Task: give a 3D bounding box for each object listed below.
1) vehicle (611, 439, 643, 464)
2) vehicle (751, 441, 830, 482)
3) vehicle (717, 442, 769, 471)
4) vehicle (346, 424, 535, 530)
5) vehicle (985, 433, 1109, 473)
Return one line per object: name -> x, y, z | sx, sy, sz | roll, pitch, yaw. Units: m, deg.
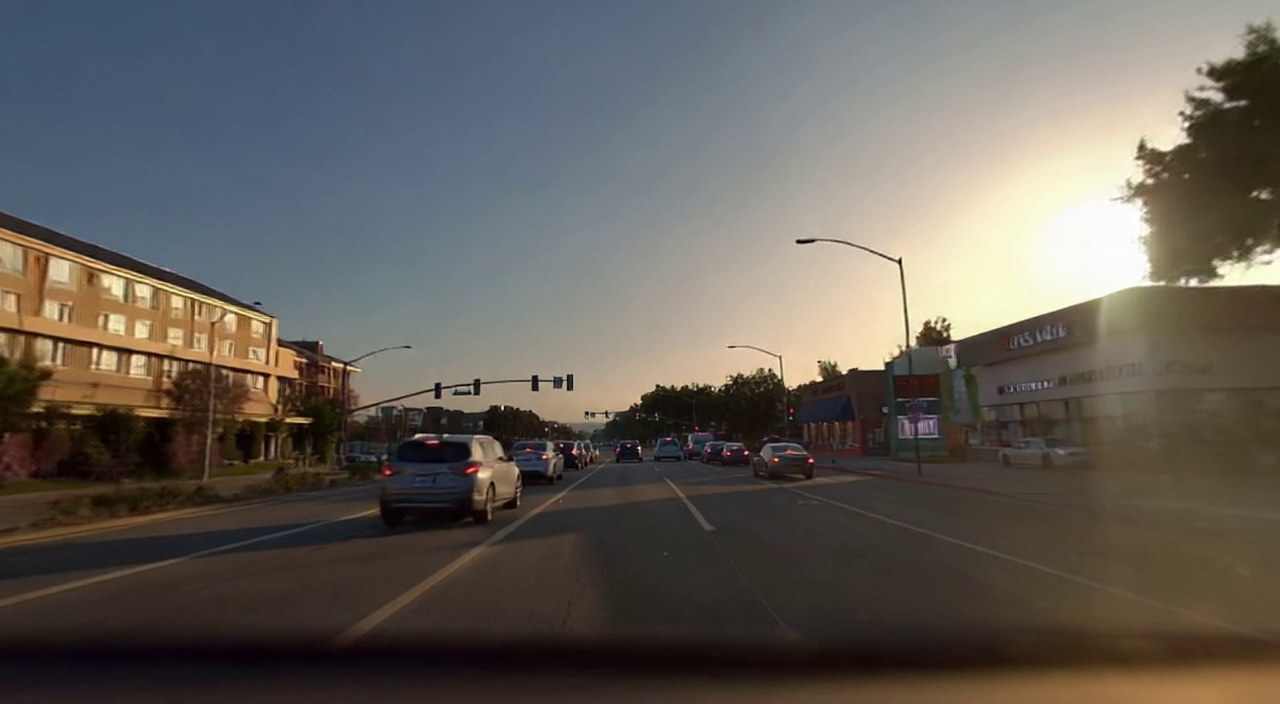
vehicle -> -0.969, 7.384, 47.182 | 2.261, 1.741, 4.255 | 0, -8, -1
vehicle -> 5.893, 4.325, 25.304 | 2.017, 1.453, 4.497 | 0, -8, 0
vehicle -> 5.709, 5.848, 35.638 | 1.969, 1.502, 4.663 | 0, -8, -2
vehicle -> -3.495, 2.276, 12.132 | 2.143, 1.643, 4.336 | 0, -8, 1
vehicle -> 16.352, 4.088, 25.724 | 1.819, 1.457, 4.680 | 0, -8, -2
